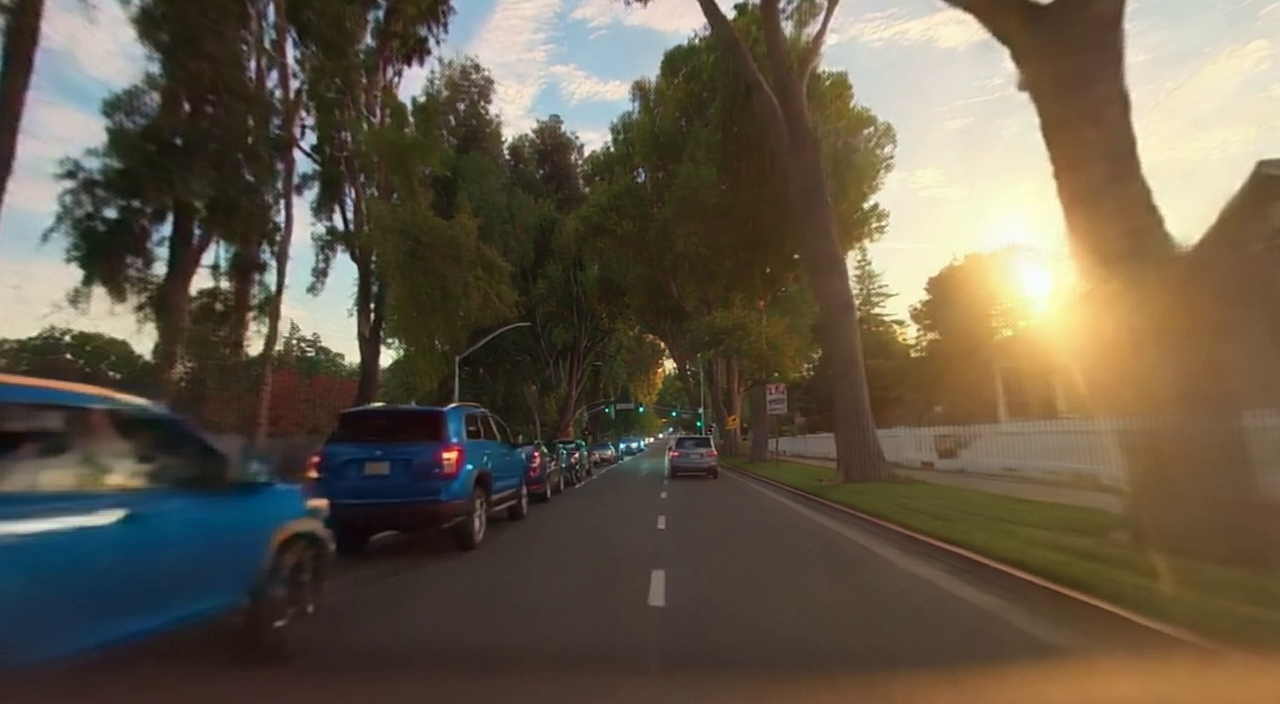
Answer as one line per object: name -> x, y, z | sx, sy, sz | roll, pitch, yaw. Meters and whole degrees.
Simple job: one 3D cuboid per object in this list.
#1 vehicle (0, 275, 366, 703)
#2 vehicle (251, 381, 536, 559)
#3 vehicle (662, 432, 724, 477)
vehicle -> -3.487, 0.764, 2.752 | 2.404, 1.900, 4.770 | 0, -9, 0
vehicle -> -3.302, 1.758, 10.041 | 2.405, 2.058, 5.193 | 0, -9, 0
vehicle -> 2.068, 4.207, 26.153 | 2.258, 1.682, 4.635 | 0, -9, 1
